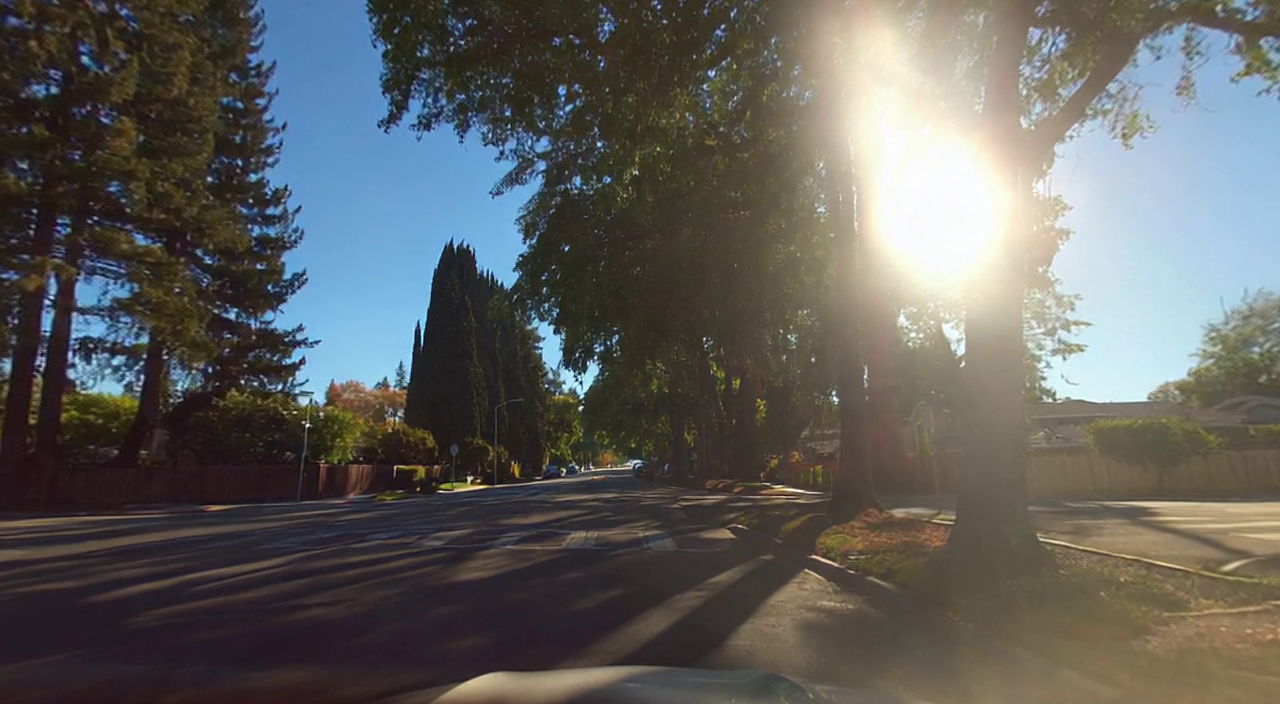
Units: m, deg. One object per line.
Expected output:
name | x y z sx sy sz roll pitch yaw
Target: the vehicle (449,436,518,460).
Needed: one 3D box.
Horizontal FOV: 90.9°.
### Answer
vehicle | -11.683 7.197 47.244 4.622 1.782 1.836 0 -8 1
